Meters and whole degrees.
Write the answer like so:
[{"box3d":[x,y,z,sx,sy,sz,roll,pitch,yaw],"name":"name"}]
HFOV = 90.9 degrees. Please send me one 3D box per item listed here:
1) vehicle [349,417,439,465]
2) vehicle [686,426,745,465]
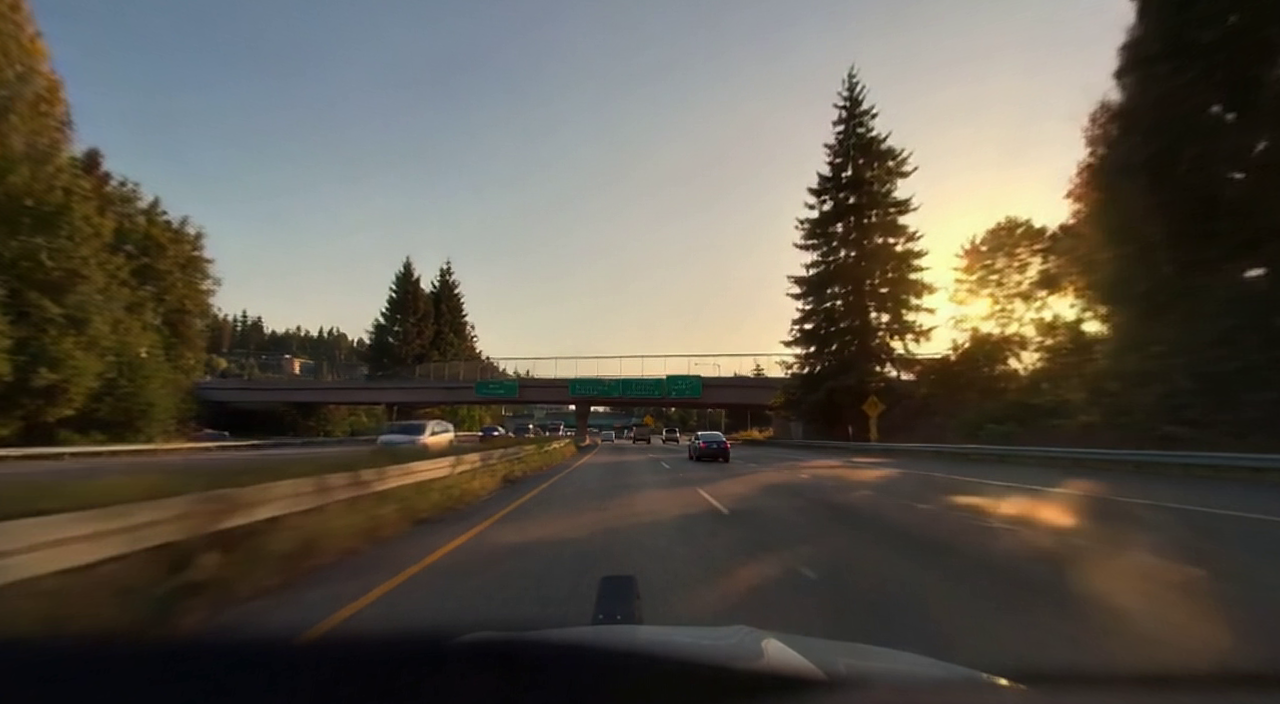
[{"box3d":[-9.738,3.566,25.356,1.987,1.748,4.328,0,-7,-2],"name":"vehicle"},{"box3d":[3.219,4.065,27.607,1.938,1.578,3.764,0,-7,-3],"name":"vehicle"}]
